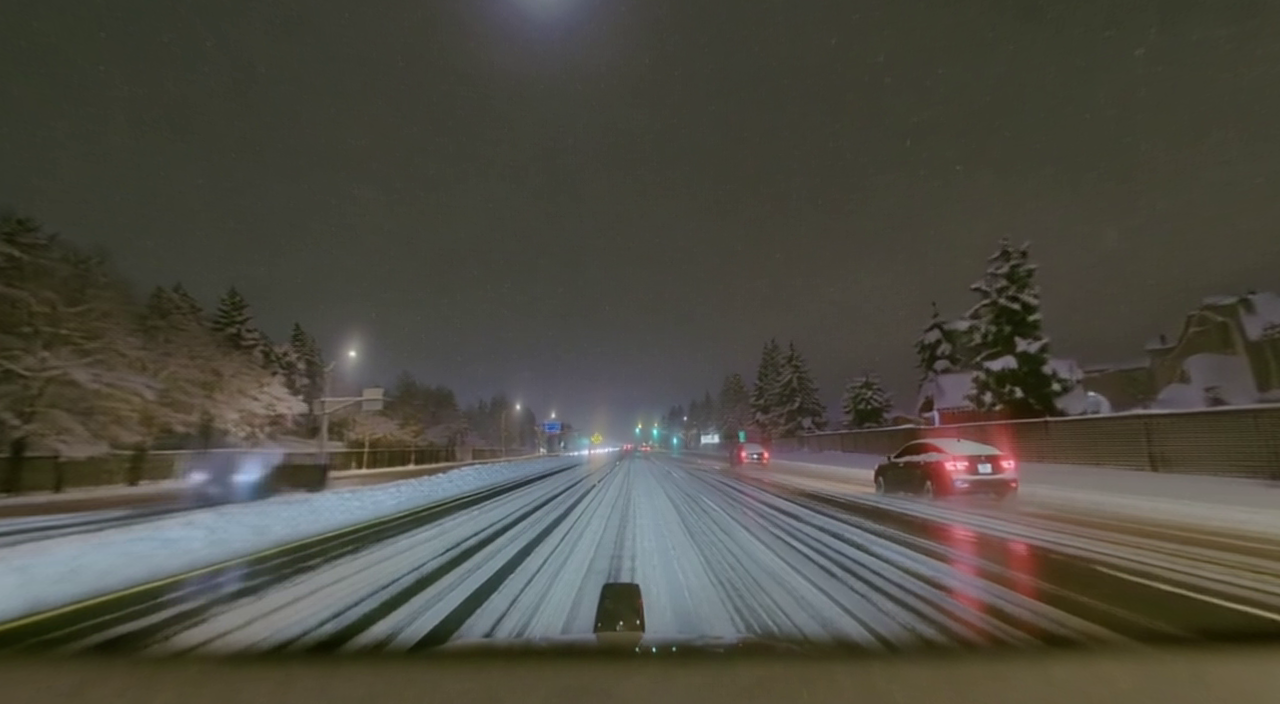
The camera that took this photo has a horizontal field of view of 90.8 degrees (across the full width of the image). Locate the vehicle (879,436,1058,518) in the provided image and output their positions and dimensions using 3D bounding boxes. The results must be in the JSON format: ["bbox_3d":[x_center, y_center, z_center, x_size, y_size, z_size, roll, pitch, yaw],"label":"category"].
[{"bbox_3d":[6.844,2.605,13.697,1.838,1.518,3.713,0,-8,-1],"label":"vehicle"}]

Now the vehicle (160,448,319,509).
[{"bbox_3d":[-11.510,3.618,18.553,1.973,1.536,3.872,0,-8,3],"label":"vehicle"}]

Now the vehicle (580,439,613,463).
[{"bbox_3d":[-3.342,7.724,49.437,2.230,1.827,4.406,0,-8,0],"label":"vehicle"}]

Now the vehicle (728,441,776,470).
[{"bbox_3d":[6.542,6.080,37.399,1.987,1.597,4.463,0,-8,-1],"label":"vehicle"}]
